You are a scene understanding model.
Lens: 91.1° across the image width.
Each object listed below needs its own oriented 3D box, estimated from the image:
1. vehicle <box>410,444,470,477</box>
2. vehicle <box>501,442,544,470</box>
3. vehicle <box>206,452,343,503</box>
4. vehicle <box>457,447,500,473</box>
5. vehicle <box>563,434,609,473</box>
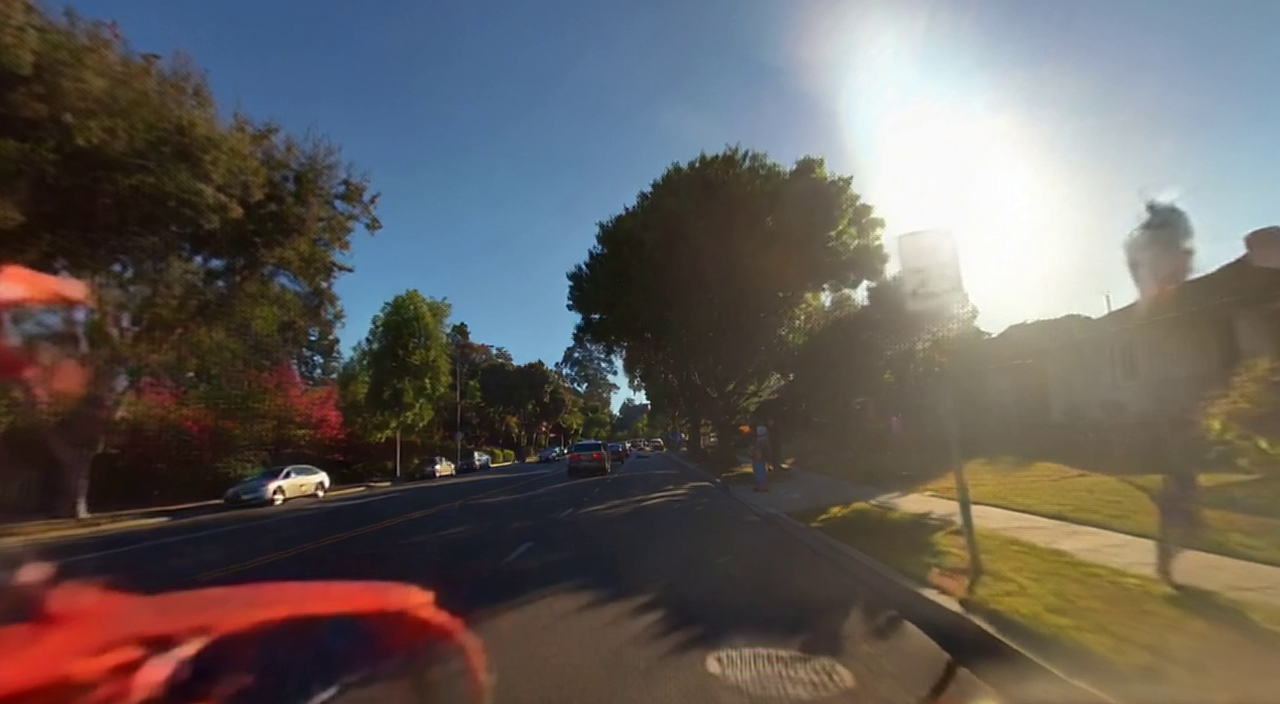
[{"bbox_3d":[-11.675,6.324,36.961,1.904,1.728,4.997,1,-8,-1],"label":"vehicle"},{"bbox_3d":[-8.441,7.515,45.531,2.019,1.907,4.697,-1,-8,2],"label":"vehicle"},{"bbox_3d":[-12.187,4.180,21.375,1.887,1.469,4.691,-1,-9,-1],"label":"vehicle"},{"bbox_3d":[-11.623,7.779,45.446,1.910,1.462,4.581,-4,-7,-1],"label":"vehicle"},{"bbox_3d":[-2.698,5.192,32.343,1.908,1.809,4.230,-1,-8,2],"label":"vehicle"}]
